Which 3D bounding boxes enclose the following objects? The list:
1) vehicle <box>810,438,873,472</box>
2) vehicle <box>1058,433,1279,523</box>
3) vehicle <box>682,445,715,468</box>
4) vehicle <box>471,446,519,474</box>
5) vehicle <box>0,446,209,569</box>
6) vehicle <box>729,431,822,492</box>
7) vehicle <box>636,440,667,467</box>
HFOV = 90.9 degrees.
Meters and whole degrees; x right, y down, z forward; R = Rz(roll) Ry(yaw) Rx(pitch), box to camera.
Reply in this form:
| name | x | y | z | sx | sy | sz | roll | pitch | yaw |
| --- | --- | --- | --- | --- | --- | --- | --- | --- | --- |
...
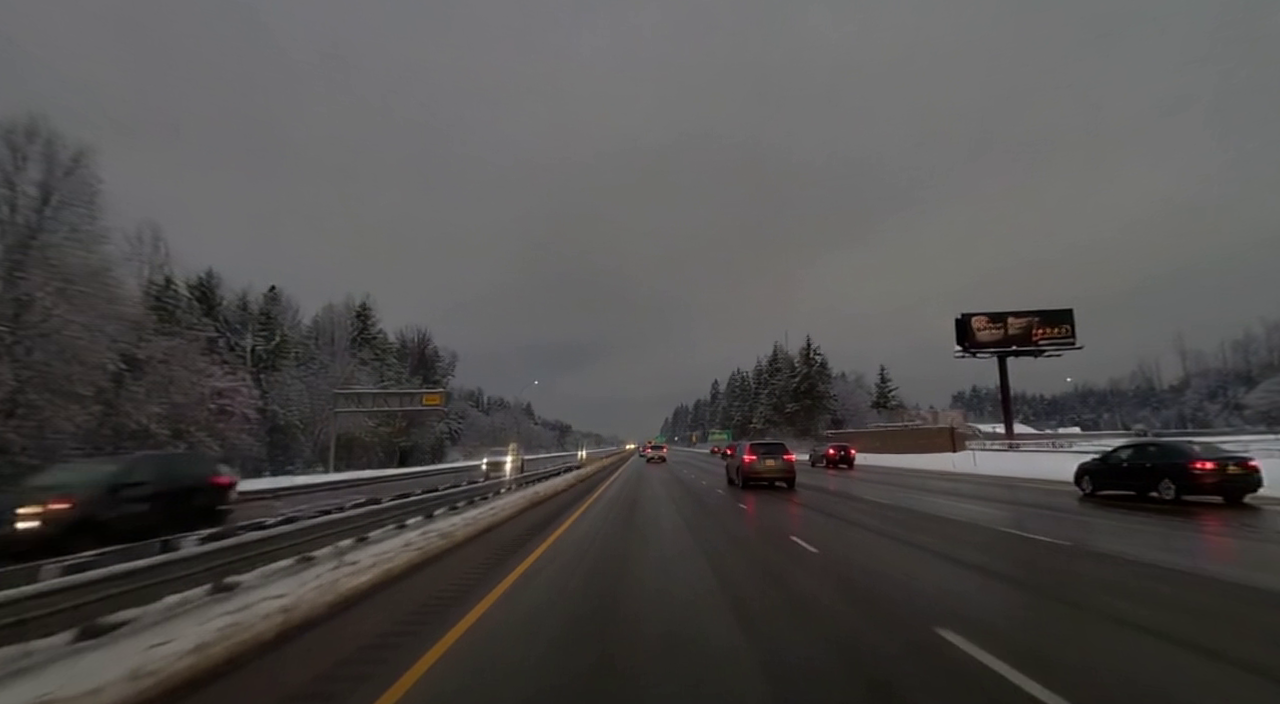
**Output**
| name | x | y | z | sx | sy | sz | roll | pitch | yaw |
| --- | --- | --- | --- | --- | --- | --- | --- | --- | --- |
| vehicle | 11.395 | 5.839 | 36.032 | 2.028 | 1.801 | 4.503 | 0 | -8 | -1 |
| vehicle | 11.520 | 2.527 | 13.357 | 1.941 | 1.539 | 4.834 | 0 | -8 | -1 |
| vehicle | 4.175 | 7.486 | 45.473 | 1.902 | 1.532 | 4.181 | 0 | -8 | -1 |
| vehicle | -9.653 | 7.239 | 42.446 | 2.075 | 1.703 | 4.506 | -1 | -8 | 1 |
| vehicle | -10.129 | 2.521 | 10.970 | 2.065 | 1.709 | 4.466 | -1 | -8 | 1 |
| vehicle | 4.497 | 3.705 | 21.793 | 2.075 | 1.845 | 4.667 | 0 | -8 | -1 |
| vehicle | 0.809 | 7.354 | 45.768 | 2.145 | 1.832 | 4.004 | 0 | -8 | 0 |
